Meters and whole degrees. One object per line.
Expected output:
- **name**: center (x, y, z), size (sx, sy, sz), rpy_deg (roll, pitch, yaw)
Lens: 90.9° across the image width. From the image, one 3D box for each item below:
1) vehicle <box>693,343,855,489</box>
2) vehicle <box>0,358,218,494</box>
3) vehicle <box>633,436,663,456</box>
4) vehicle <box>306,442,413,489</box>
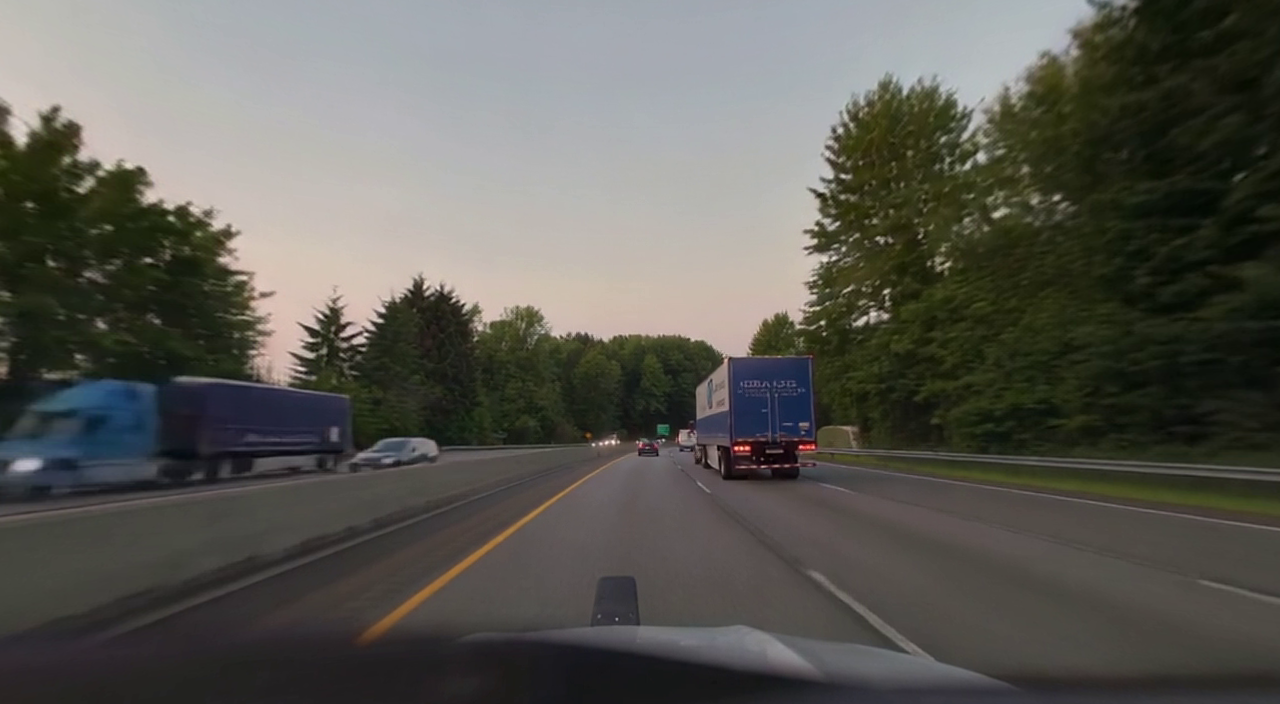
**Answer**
- **vehicle**: center (4.334, 2.684, 24.630), size (3.171, 4.072, 13.784), rpy_deg (0, -8, 0)
- **vehicle**: center (-18.199, 2.557, 21.698), size (3.000, 4.016, 5.901), rpy_deg (0, -8, 1)
- **vehicle**: center (0.604, 7.157, 48.209), size (2.209, 1.499, 4.144), rpy_deg (0, -8, 1)
- **vehicle**: center (-10.279, 4.145, 23.458), size (2.142, 1.532, 3.971), rpy_deg (0, -8, 1)
